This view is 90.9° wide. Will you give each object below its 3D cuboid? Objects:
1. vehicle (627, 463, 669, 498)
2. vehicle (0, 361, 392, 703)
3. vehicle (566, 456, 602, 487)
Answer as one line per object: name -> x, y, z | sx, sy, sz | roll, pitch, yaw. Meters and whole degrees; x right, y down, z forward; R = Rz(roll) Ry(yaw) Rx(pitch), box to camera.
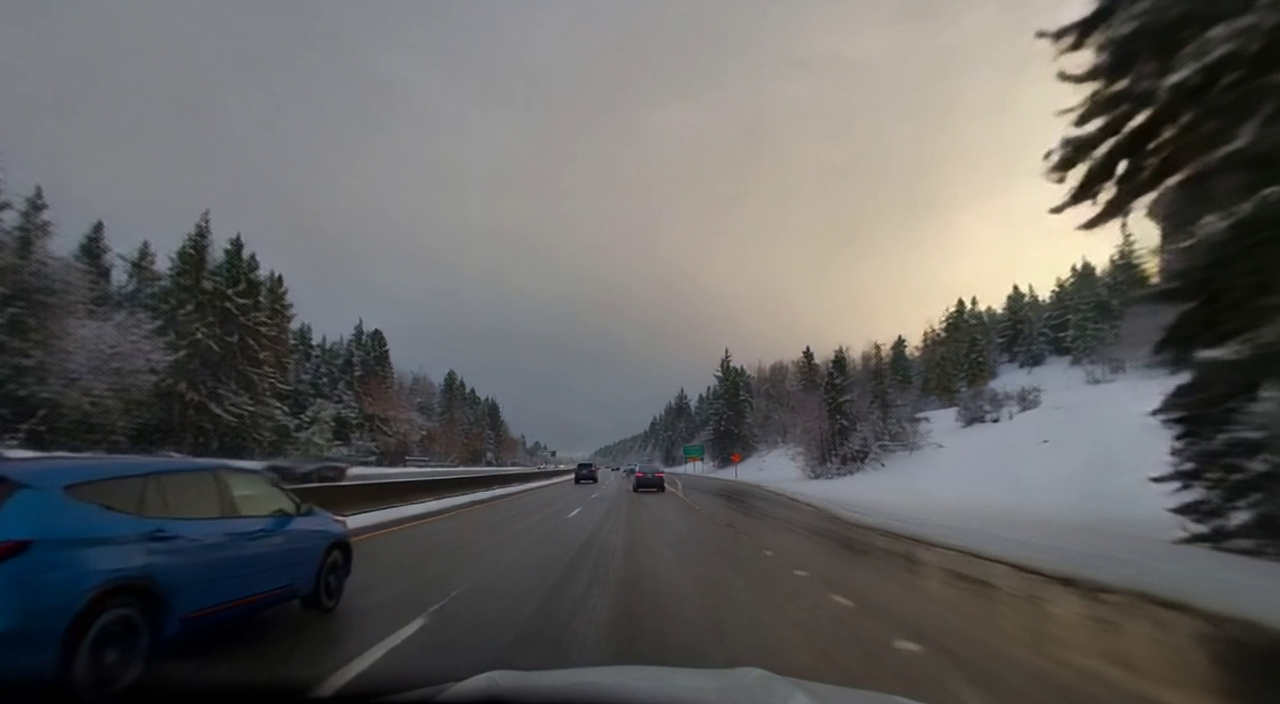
vehicle -> 0.331, 6.208, 30.554 | 1.905, 1.559, 3.491 | 1, -11, -2
vehicle -> -3.554, 1.128, 3.747 | 2.176, 1.678, 4.724 | 0, -11, 0
vehicle -> -4.163, 8.995, 47.410 | 2.237, 2.113, 4.815 | 1, -11, 0
